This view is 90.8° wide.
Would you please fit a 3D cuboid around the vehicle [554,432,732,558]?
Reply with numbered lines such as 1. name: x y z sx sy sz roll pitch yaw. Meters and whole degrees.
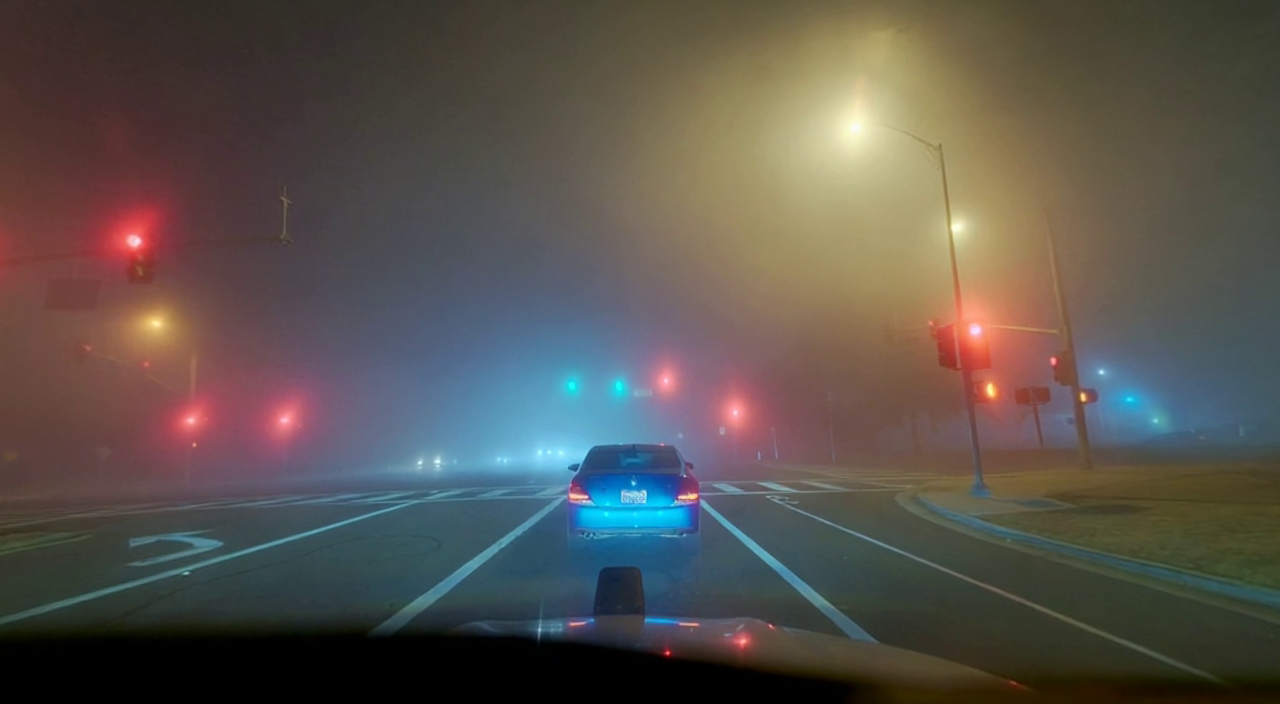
1. vehicle: 0.005 1.999 9.523 2.107 1.470 3.974 0 -9 -1
